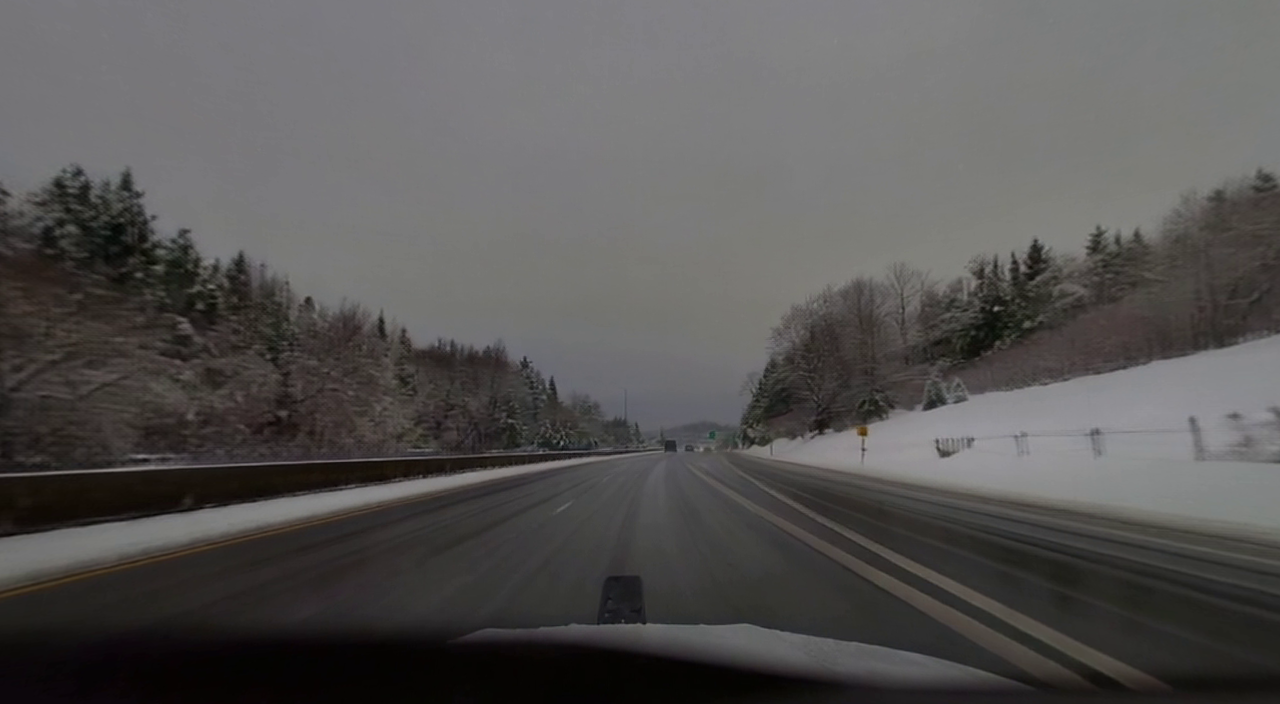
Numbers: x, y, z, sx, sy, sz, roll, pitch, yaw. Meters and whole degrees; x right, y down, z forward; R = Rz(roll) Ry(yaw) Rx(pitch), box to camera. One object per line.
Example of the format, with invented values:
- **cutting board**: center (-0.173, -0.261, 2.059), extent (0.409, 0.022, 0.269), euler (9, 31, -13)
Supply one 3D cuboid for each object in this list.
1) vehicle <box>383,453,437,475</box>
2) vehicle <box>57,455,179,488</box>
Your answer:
- **vehicle**: center (-16.458, 8.006, 45.329), extent (1.920, 1.477, 4.708), euler (0, -9, 2)
- **vehicle**: center (-25.659, 5.867, 31.254), extent (1.888, 1.473, 4.745), euler (0, -9, 1)
